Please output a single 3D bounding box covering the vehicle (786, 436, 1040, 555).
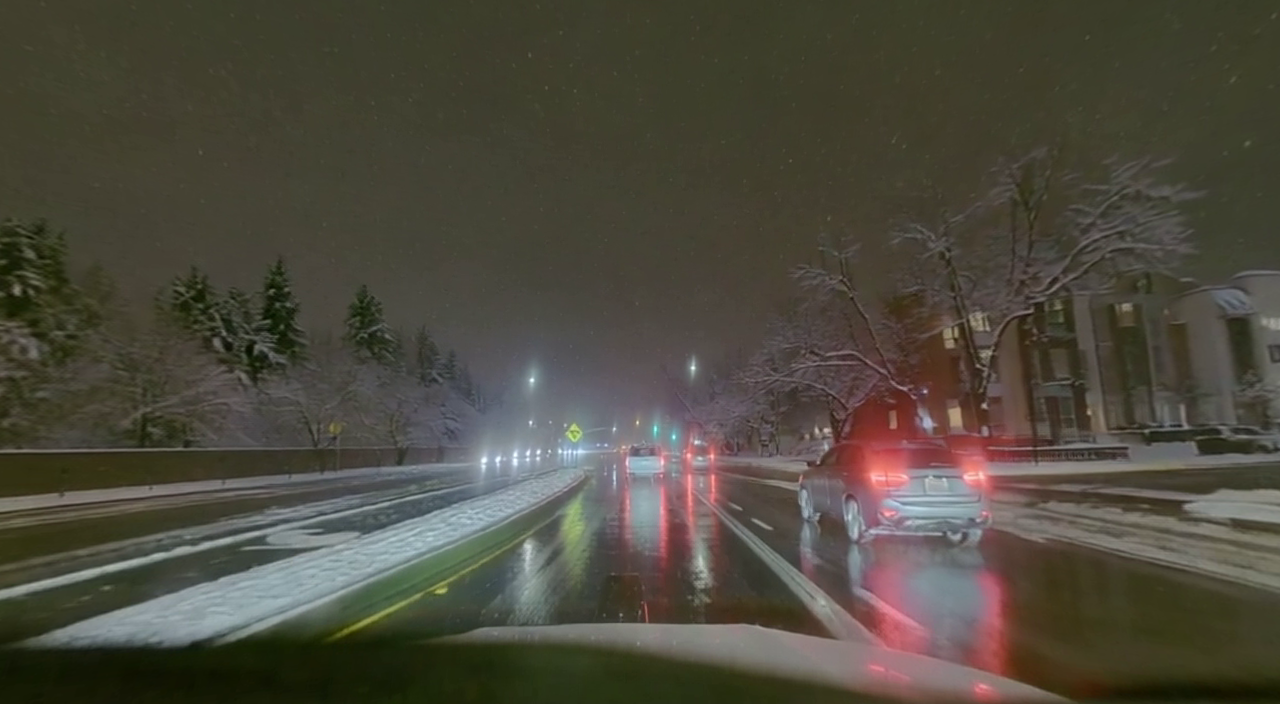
[{"bbox_3d":[3.966,2.142,10.219,2.049,1.473,4.425,0,-8,-1],"label":"vehicle"}]

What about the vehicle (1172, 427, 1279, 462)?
[{"bbox_3d":[27.519,4.265,29.126,1.963,1.480,4.661,0,-8,1],"label":"vehicle"}]

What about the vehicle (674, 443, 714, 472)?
[{"bbox_3d":[3.507,6.936,41.740,2.107,1.773,4.557,0,-8,-2],"label":"vehicle"}]

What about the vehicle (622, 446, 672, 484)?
[{"bbox_3d":[0.303,4.873,27.646,2.034,1.500,3.966,0,-8,0],"label":"vehicle"}]
